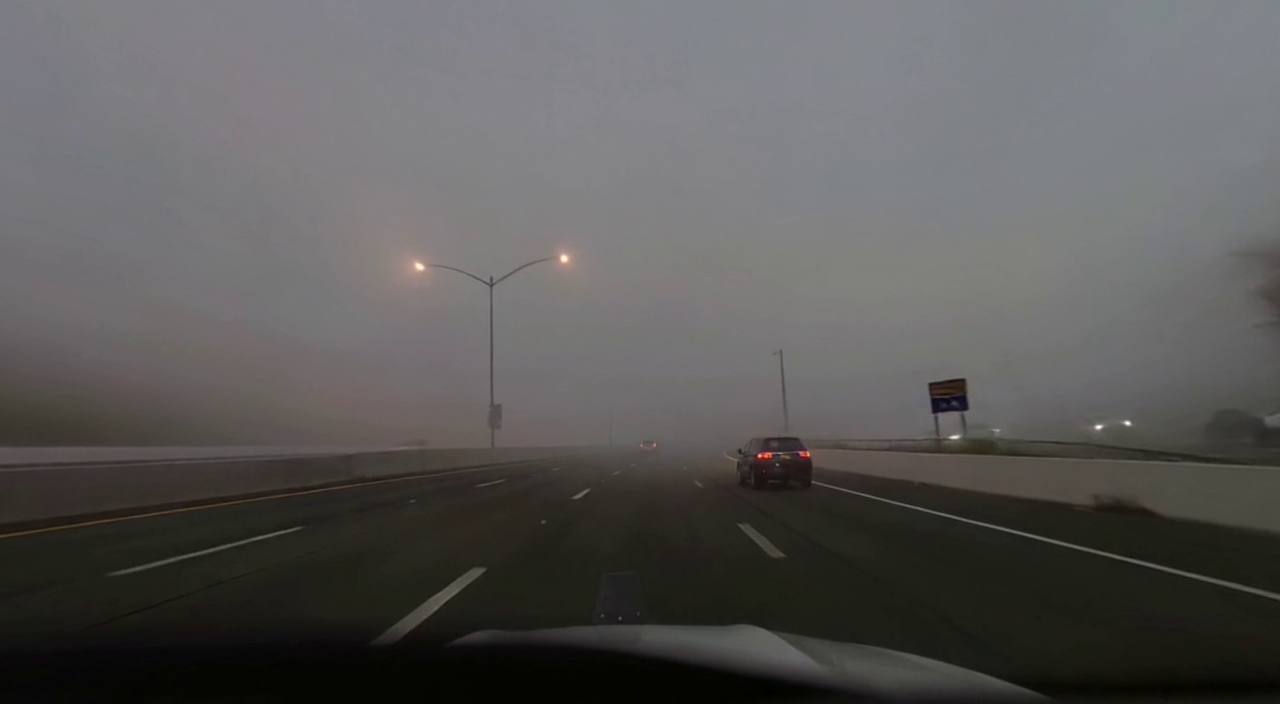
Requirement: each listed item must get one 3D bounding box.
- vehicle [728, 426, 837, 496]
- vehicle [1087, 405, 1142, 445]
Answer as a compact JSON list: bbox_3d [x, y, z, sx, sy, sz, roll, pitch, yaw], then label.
[{"bbox_3d":[3.820,2.997,17.669,2.090,1.715,4.228,0,-8,0],"label":"vehicle"},{"bbox_3d":[34.048,5.305,45.046,2.478,2.614,6.965,-8,-11,40],"label":"vehicle"}]
